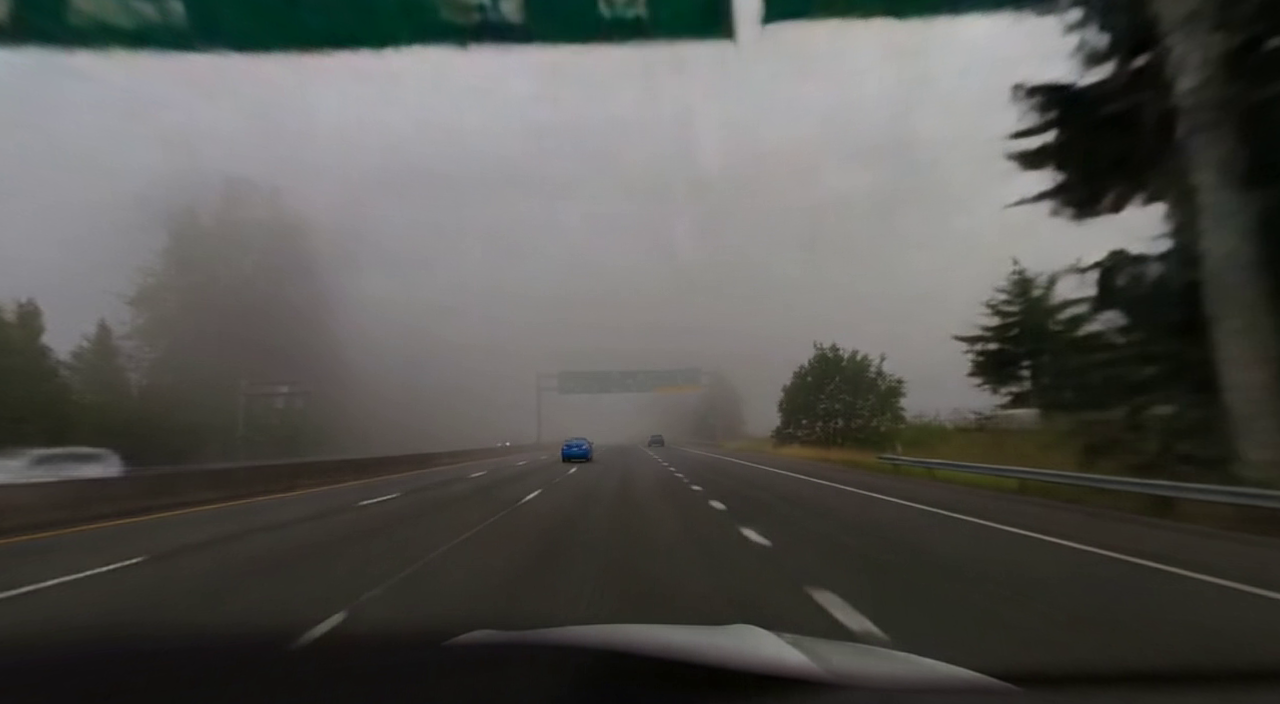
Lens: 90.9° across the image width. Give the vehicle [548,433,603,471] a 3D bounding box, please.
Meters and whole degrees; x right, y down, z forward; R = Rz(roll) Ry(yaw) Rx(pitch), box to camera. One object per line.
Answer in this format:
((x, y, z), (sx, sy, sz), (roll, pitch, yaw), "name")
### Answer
((-2.692, 4.249, 27.192), (2.000, 1.491, 3.913), (0, -7, 0), "vehicle")
